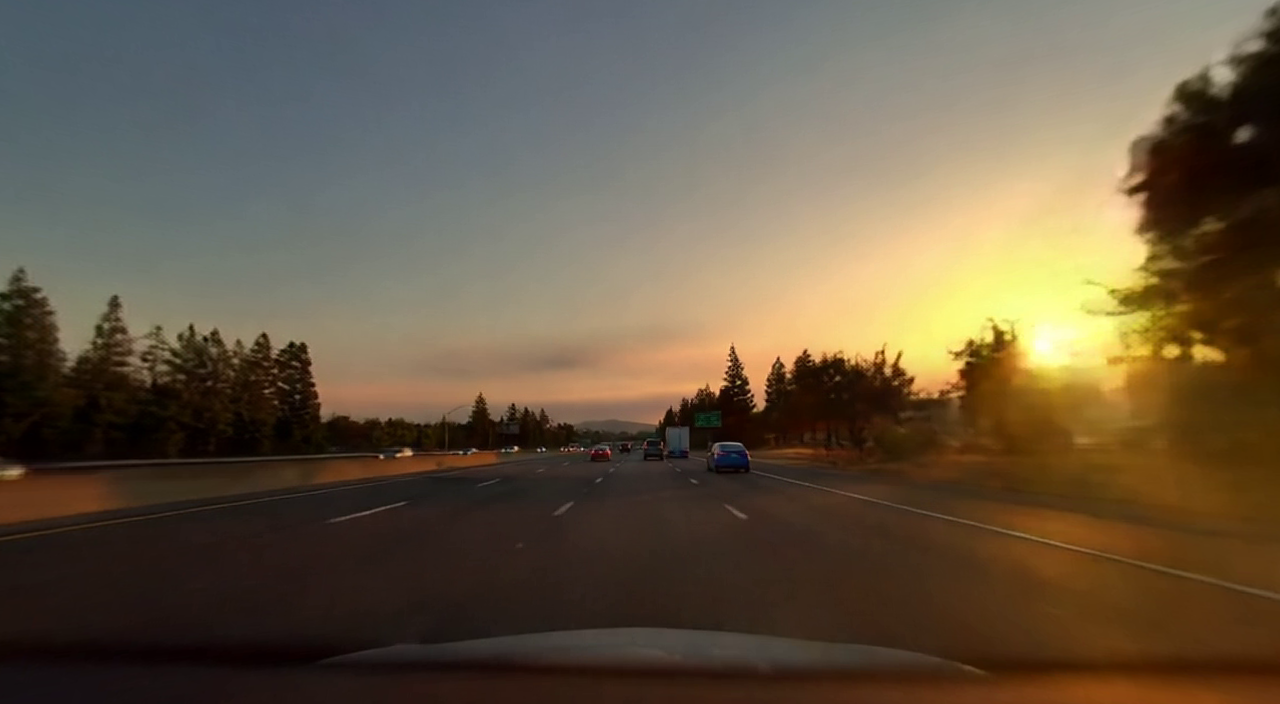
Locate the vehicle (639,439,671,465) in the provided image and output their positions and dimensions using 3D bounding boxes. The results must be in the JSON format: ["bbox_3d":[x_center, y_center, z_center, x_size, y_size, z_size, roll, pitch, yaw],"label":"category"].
[{"bbox_3d":[1.060,7.355,46.344,2.205,1.785,4.423,1,-8,0],"label":"vehicle"}]

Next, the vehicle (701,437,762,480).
[{"bbox_3d":[3.955,4.661,27.906,2.082,1.720,4.393,0,-8,0],"label":"vehicle"}]
